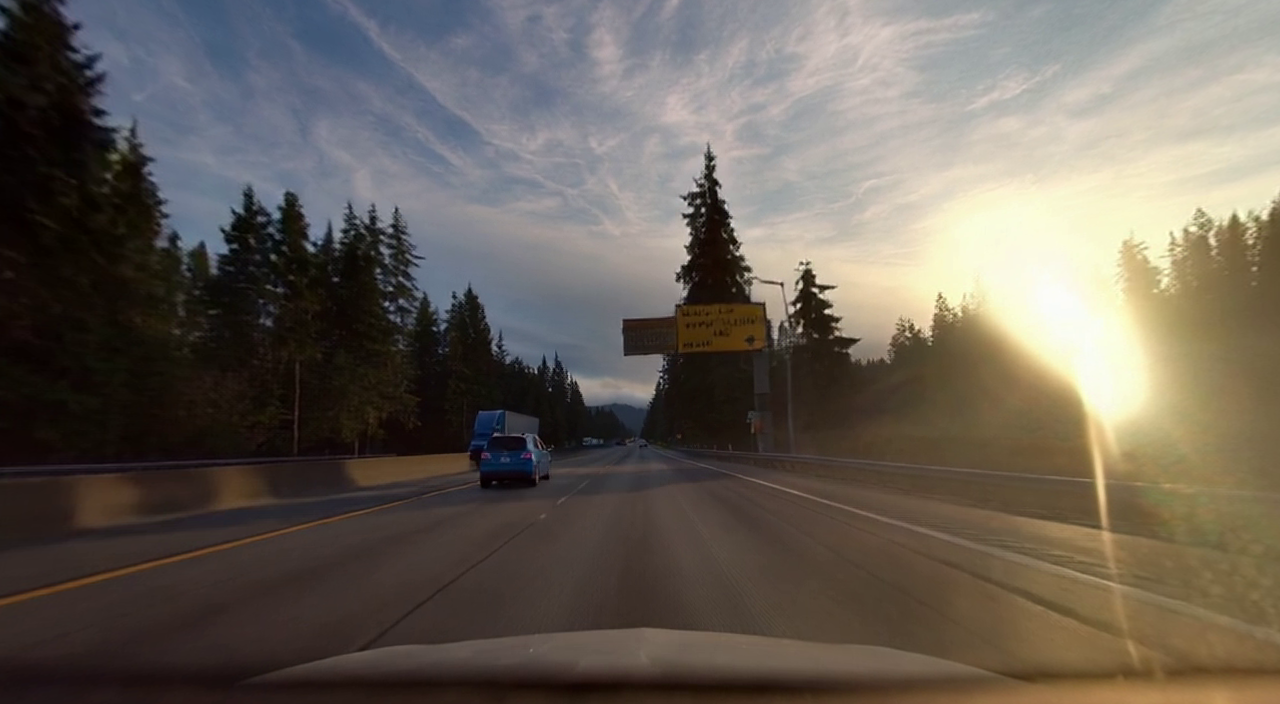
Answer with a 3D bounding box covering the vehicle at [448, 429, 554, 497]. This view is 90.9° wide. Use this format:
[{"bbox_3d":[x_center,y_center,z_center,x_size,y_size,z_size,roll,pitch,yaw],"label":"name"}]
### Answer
[{"bbox_3d":[-3.913,3.216,18.651,2.084,1.752,4.479,0,-8,1],"label":"vehicle"}]
